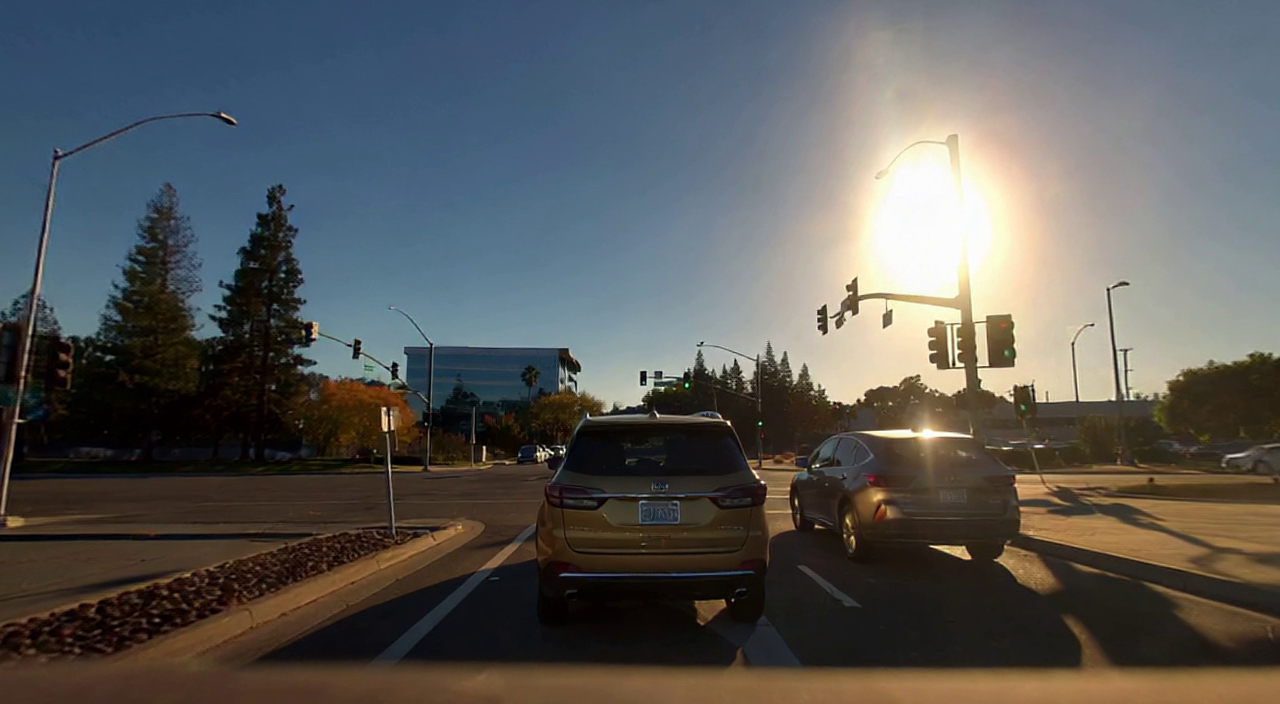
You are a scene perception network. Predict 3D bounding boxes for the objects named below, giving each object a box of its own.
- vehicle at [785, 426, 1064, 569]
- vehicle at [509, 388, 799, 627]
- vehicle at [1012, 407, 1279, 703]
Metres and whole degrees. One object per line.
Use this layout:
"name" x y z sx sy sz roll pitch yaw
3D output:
"vehicle" 3.517 1.860 8.870 1.861 1.495 4.215 0 -8 -1
"vehicle" 0.096 1.497 7.069 2.170 1.793 4.468 0 -8 0
"vehicle" 3.155 0.820 1.432 1.924 1.466 4.461 0 -8 1
